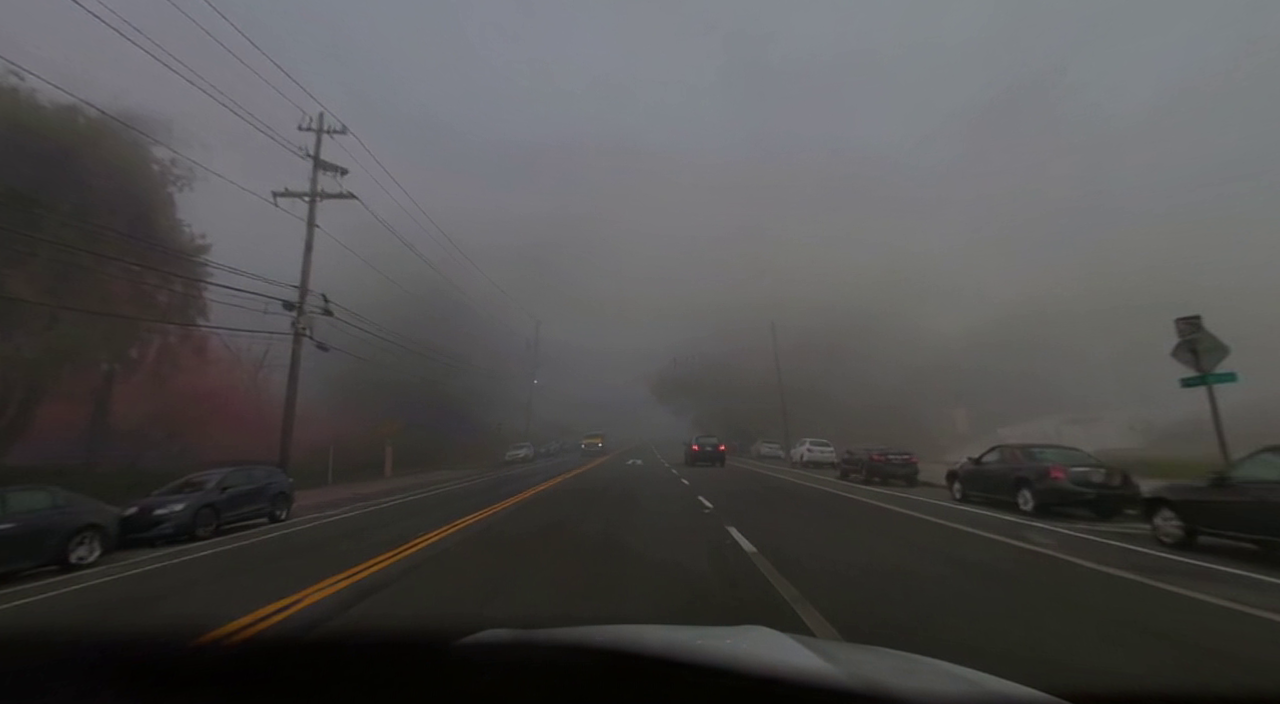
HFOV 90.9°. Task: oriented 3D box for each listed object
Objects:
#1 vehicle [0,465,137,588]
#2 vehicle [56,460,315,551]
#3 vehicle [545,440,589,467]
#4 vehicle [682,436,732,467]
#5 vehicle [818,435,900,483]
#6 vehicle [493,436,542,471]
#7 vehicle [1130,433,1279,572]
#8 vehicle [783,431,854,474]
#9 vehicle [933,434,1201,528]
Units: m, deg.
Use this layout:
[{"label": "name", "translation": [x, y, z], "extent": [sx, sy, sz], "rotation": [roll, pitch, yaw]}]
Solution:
[{"label": "vehicle", "translation": [-9.470, 2.438, 8.399], "extent": [1.944, 1.524, 4.404], "rotation": [-5, -8, 1]}, {"label": "vehicle", "translation": [-9.403, 3.165, 13.741], "extent": [2.117, 1.474, 4.740], "rotation": [-1, -8, 0]}, {"label": "vehicle", "translation": [-4.181, 5.909, 36.879], "extent": [1.989, 1.474, 4.112], "rotation": [-1, -8, 2]}, {"label": "vehicle", "translation": [3.505, 5.307, 33.873], "extent": [2.059, 1.489, 4.629], "rotation": [0, -8, -2]}, {"label": "vehicle", "translation": [8.004, 3.913, 23.351], "extent": [1.836, 1.500, 3.630], "rotation": [3, -8, 2]}, {"label": "vehicle", "translation": [-8.891, 7.314, 46.081], "extent": [2.419, 2.087, 5.334], "rotation": [-3, -6, 0]}, {"label": "vehicle", "translation": [7.660, 1.515, 6.221], "extent": [1.943, 1.441, 4.494], "rotation": [0, -8, -1]}, {"label": "vehicle", "translation": [7.964, 4.507, 28.598], "extent": [1.879, 1.765, 4.339], "rotation": [0, -8, -1]}, {"label": "vehicle", "translation": [7.876, 2.384, 12.340], "extent": [2.093, 1.472, 4.434], "rotation": [0, -8, -1]}]
